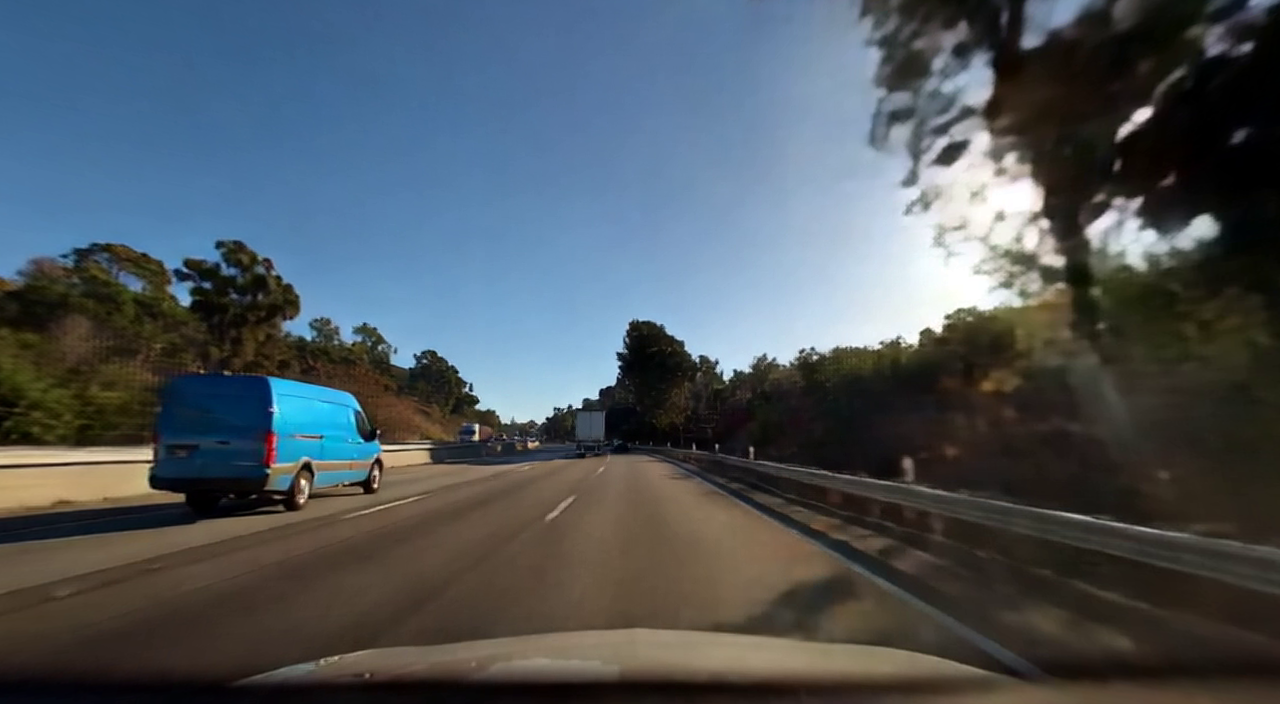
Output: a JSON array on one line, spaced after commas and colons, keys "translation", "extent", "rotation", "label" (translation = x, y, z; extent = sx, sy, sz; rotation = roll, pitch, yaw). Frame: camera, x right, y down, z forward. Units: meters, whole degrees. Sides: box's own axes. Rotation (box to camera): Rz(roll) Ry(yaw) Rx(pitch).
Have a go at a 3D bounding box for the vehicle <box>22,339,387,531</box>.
[{"translation": [-7.658, 1.652, 12.616], "extent": [2.396, 2.763, 6.935], "rotation": [0, -8, -1], "label": "vehicle"}]
